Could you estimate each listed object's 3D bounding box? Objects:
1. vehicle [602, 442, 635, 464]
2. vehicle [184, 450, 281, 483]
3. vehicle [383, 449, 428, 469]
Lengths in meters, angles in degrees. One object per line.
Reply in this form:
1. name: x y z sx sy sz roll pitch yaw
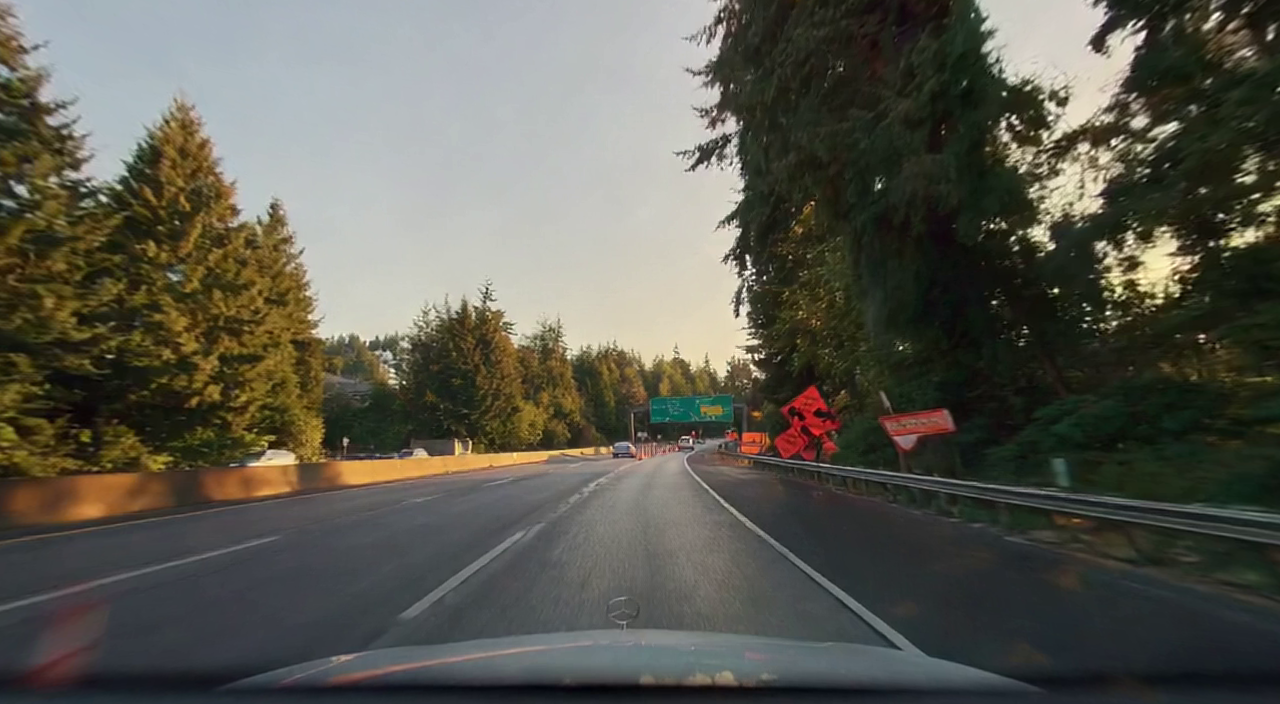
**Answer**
1. vehicle: -1.479 7.131 44.502 2.118 1.475 4.263 0 -8 1
2. vehicle: -19.606 5.498 30.528 1.856 1.473 4.055 0 -8 2
3. vehicle: -18.030 8.197 48.497 1.884 1.459 3.767 0 -8 2
